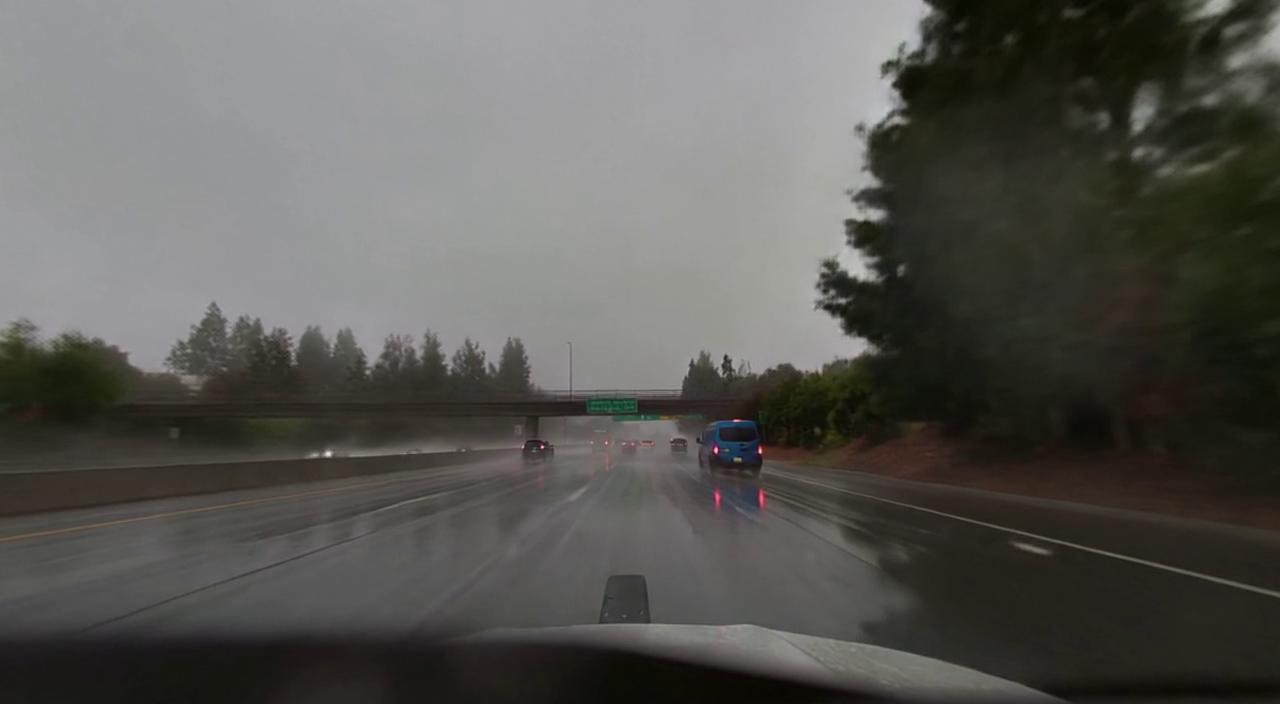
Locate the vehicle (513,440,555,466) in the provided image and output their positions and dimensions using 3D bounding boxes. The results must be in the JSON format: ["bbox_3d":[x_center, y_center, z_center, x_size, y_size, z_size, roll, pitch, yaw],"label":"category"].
[{"bbox_3d":[-7.313,7.006,43.924,2.068,1.632,4.623,-1,-8,1],"label":"vehicle"}]

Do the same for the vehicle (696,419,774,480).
[{"bbox_3d":[3.803,4.059,26.397,2.347,2.234,5.352,0,-8,-1],"label":"vehicle"}]
